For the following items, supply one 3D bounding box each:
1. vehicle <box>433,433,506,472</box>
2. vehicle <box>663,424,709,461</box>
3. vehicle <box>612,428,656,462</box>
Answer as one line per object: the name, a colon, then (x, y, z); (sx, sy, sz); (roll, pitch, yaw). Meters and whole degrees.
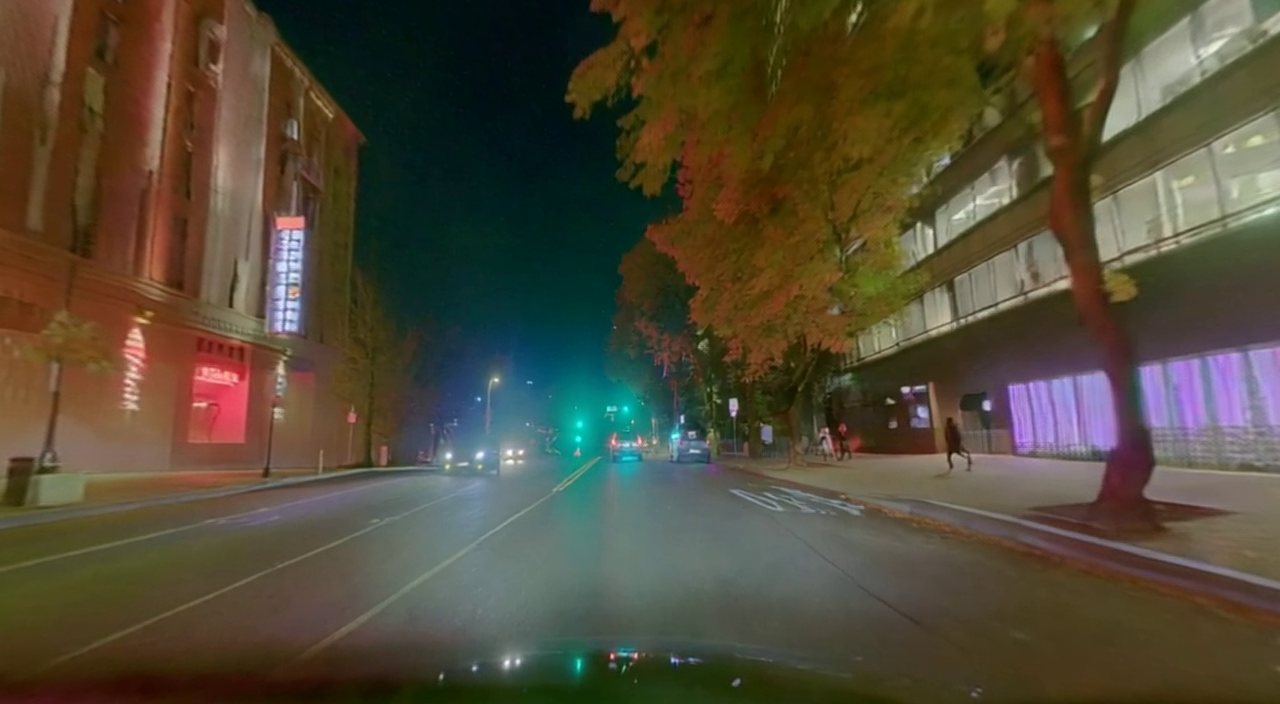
vehicle: (-7.024, 4.157, 26.436); (2.121, 1.489, 4.430); (1, -8, -4)
vehicle: (2.582, 5.188, 36.200); (2.147, 1.968, 4.478); (0, -8, -2)
vehicle: (-0.363, 5.007, 34.093); (2.274, 1.736, 4.083); (0, -8, -2)
